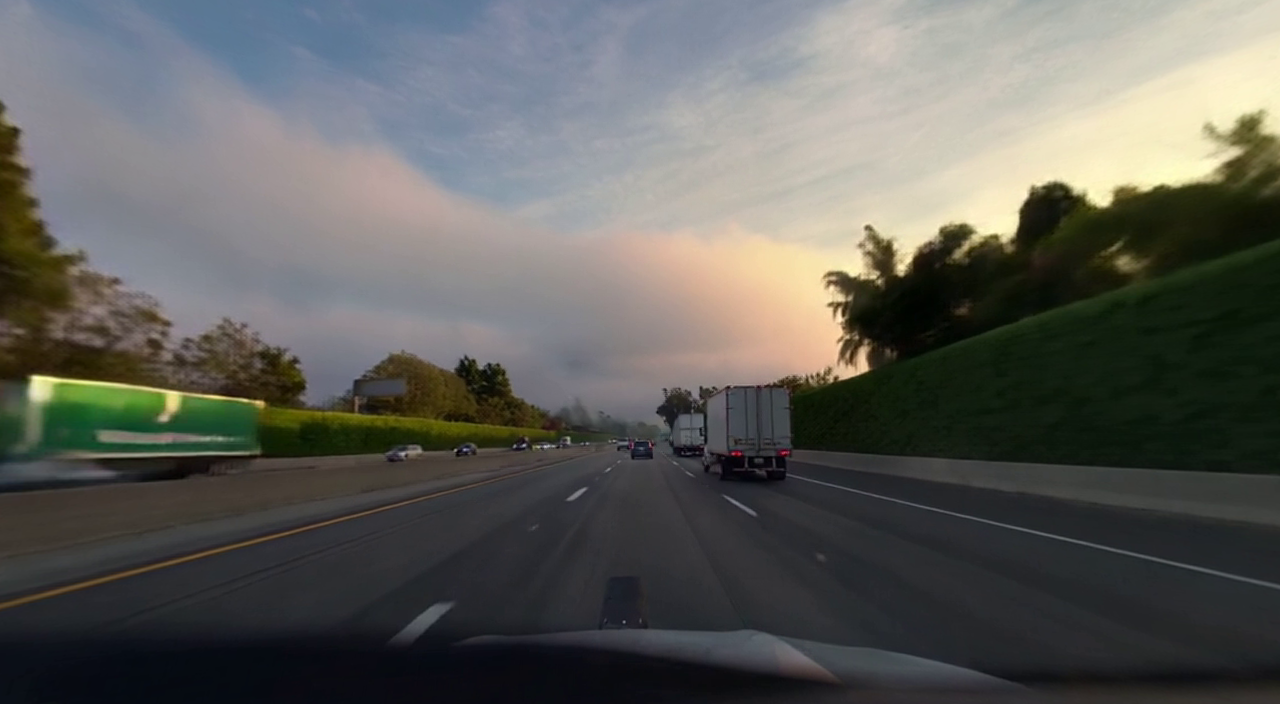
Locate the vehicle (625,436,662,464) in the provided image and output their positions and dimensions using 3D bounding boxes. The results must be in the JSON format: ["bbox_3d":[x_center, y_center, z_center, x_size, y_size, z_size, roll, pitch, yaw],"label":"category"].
[{"bbox_3d":[0.218,6.647,42.817,2.389,1.760,4.473,0,-8,1],"label":"vehicle"}]

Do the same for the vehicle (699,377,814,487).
[{"bbox_3d":[4.002,3.067,23.762,2.742,3.383,8.285,0,-8,0],"label":"vehicle"}]

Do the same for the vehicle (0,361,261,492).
[{"bbox_3d":[-20.944,3.128,25.126,2.886,3.964,13.895,0,-8,0],"label":"vehicle"}]
